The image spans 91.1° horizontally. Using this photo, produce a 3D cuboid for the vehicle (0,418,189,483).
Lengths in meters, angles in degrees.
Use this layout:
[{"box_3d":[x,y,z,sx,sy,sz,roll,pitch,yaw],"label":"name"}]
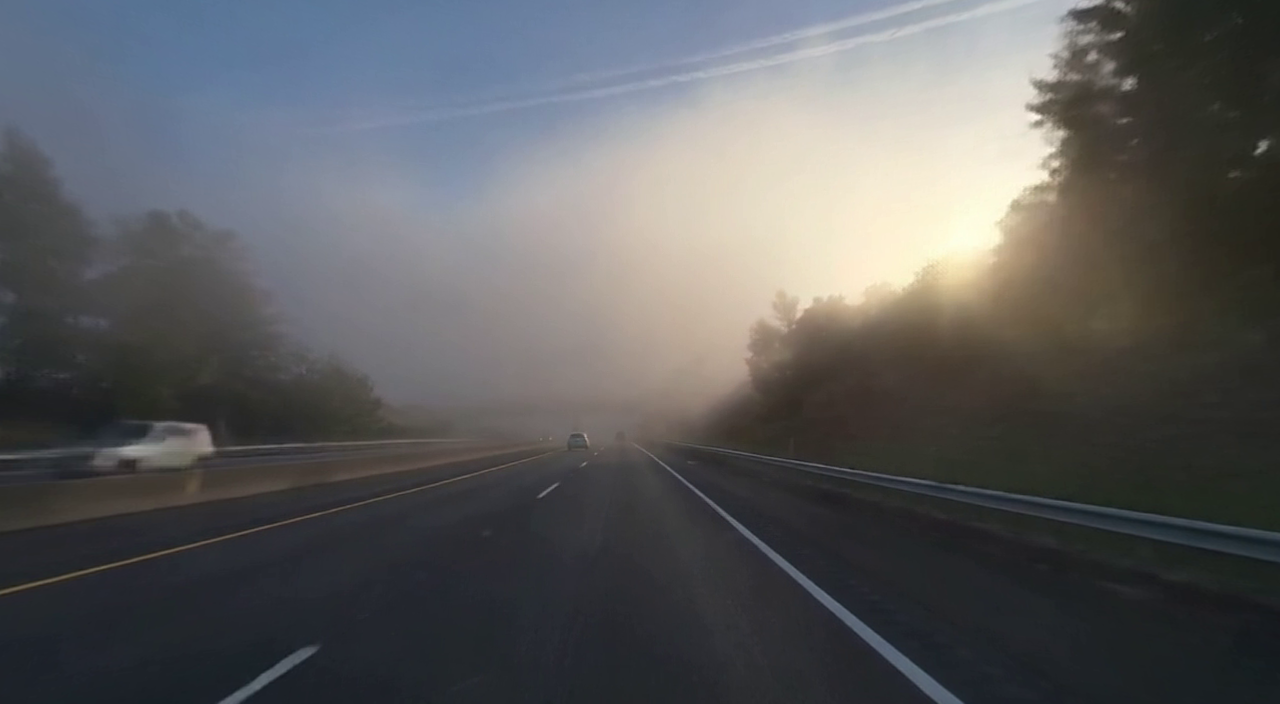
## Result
[{"box_3d":[-14.927,2.650,17.227,1.858,1.521,4.450,0,-8,-1],"label":"vehicle"}]
